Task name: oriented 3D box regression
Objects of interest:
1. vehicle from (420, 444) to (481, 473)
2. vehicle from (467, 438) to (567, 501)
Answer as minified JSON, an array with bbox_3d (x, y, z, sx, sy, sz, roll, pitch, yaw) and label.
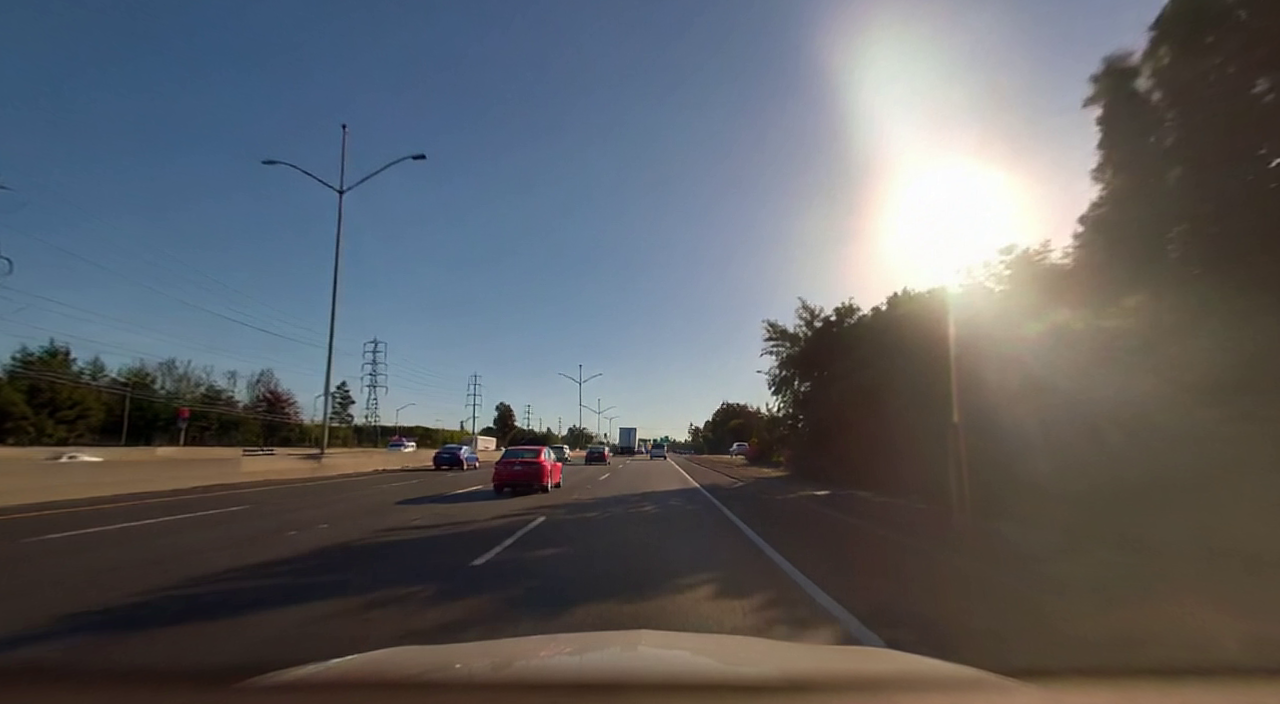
[{"bbox_3d":[-10.560,5.939,35.511,1.888,1.481,4.477,0,-8,2],"label":"vehicle"},{"bbox_3d":[-3.209,3.141,17.234,1.953,1.511,3.704,0,-8,1],"label":"vehicle"}]
